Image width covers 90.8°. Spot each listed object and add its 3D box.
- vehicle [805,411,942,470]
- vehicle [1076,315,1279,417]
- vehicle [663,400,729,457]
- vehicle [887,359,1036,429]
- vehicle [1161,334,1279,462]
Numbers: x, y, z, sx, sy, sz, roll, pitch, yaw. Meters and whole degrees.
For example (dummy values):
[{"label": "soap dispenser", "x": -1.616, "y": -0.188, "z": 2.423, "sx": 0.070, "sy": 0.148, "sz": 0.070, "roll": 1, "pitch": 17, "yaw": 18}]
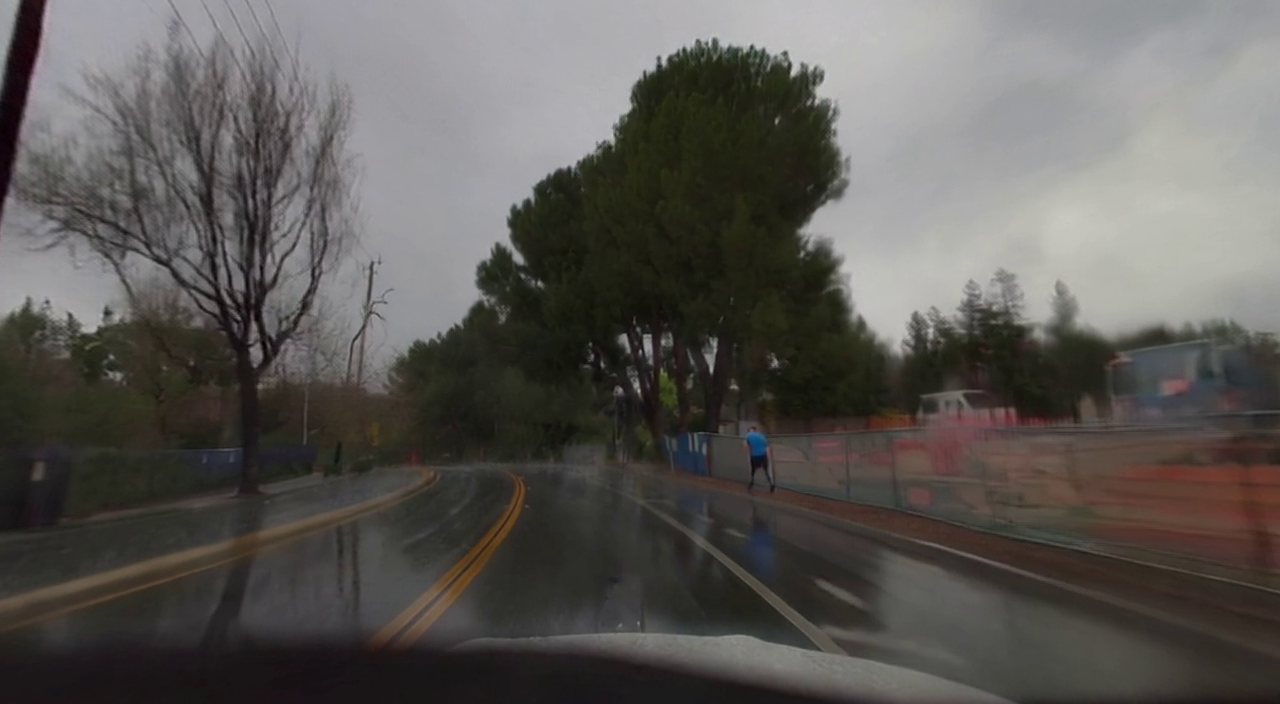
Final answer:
[{"label": "vehicle", "x": 9.693, "y": 3.678, "z": 26.302, "sx": 5.021, "sy": 1.930, "sz": 2.119, "roll": -2, "pitch": -9, "yaw": -22}, {"label": "vehicle", "x": 11.862, "y": 0.320, "z": 13.337, "sx": 3.916, "sy": 1.765, "sz": 1.785, "roll": -3, "pitch": -9, "yaw": -4}, {"label": "vehicle", "x": 3.841, "y": 5.717, "z": 46.114, "sx": 2.984, "sy": 3.691, "sz": 10.409, "roll": 0, "pitch": -9, "yaw": -5}, {"label": "vehicle", "x": 10.691, "y": 1.472, "z": 21.069, "sx": 4.180, "sy": 1.880, "sz": 2.028, "roll": 6, "pitch": -8, "yaw": -17}, {"label": "vehicle", "x": 9.762, "y": 0.745, "z": 8.719, "sx": 3.674, "sy": 1.559, "sz": 1.775, "roll": 3, "pitch": -10, "yaw": -6}]
